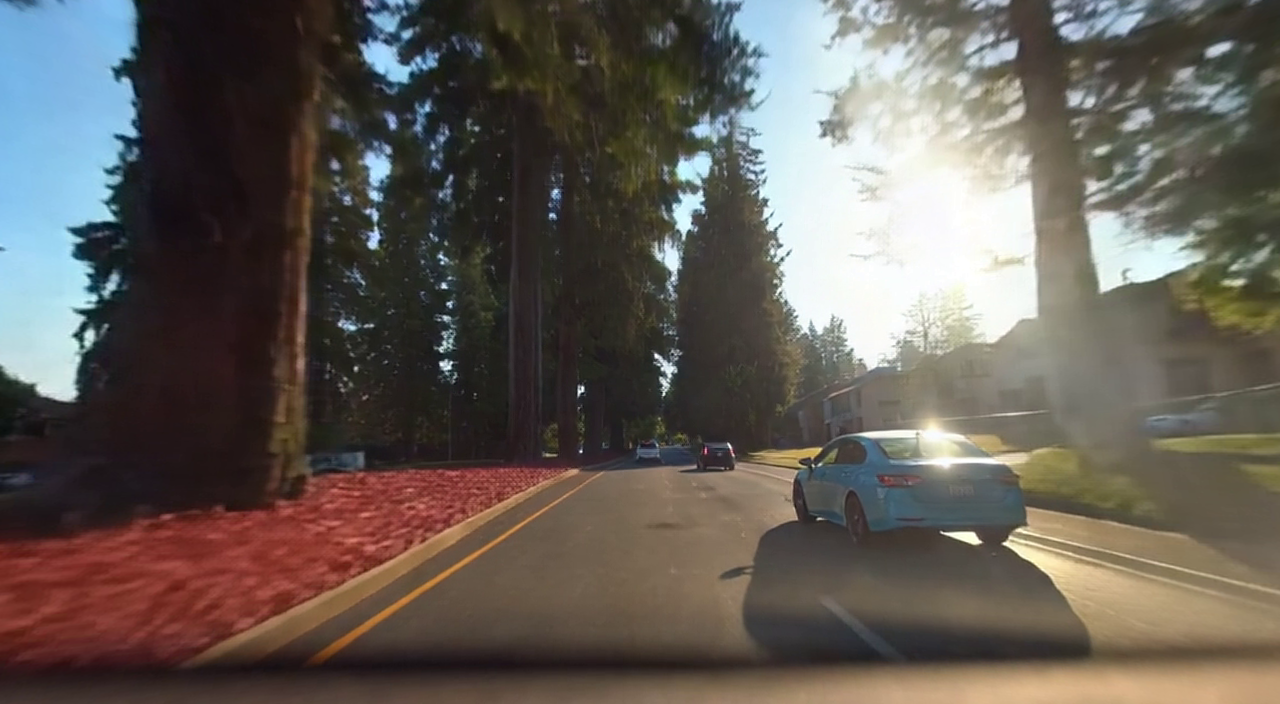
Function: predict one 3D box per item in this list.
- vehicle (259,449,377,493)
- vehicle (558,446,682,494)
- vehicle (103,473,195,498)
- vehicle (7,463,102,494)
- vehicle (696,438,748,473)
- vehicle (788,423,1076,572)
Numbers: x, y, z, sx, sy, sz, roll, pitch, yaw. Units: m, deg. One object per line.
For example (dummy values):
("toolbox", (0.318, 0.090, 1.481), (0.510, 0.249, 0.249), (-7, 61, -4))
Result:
("vehicle", (-12.282, 4.543, 24.565), (2.063, 1.485, 4.756), (0, -8, 0))
("vehicle", (-0.676, 4.303, 23.169), (4.279, 1.438, 2.037), (-3, -10, 4))
("vehicle", (-31.595, 8.610, 40.727), (4.432, 1.484, 1.839), (-1, -9, 3))
("vehicle", (-44.701, 9.679, 48.290), (5.033, 2.130, 2.084), (1, -9, 0))
("vehicle", (4.094, 5.292, 32.390), (2.074, 1.652, 4.340), (0, -8, 0))
("vehicle", (3.550, 1.833, 8.738), (1.985, 1.529, 4.147), (0, -8, 0))
